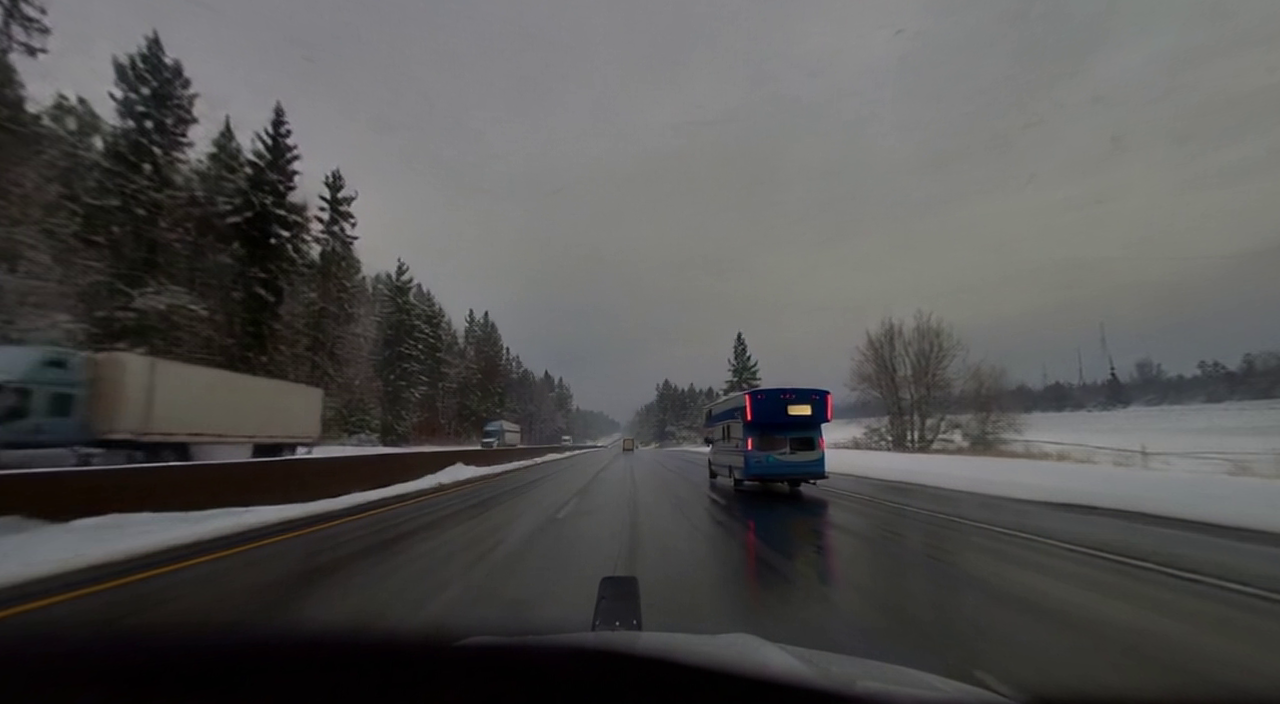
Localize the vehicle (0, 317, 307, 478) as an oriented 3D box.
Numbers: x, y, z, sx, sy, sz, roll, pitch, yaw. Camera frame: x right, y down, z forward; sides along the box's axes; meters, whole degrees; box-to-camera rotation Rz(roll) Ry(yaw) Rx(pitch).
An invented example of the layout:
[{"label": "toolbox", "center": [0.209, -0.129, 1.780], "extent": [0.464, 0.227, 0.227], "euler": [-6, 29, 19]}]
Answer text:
[{"label": "vehicle", "center": [-18.824, 2.178, 23.780], "extent": [3.271, 4.223, 17.609], "euler": [0, -8, -1]}]

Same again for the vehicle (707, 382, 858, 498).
[{"label": "vehicle", "center": [3.922, 2.662, 19.242], "extent": [2.815, 2.876, 7.101], "euler": [0, -8, -1]}]
